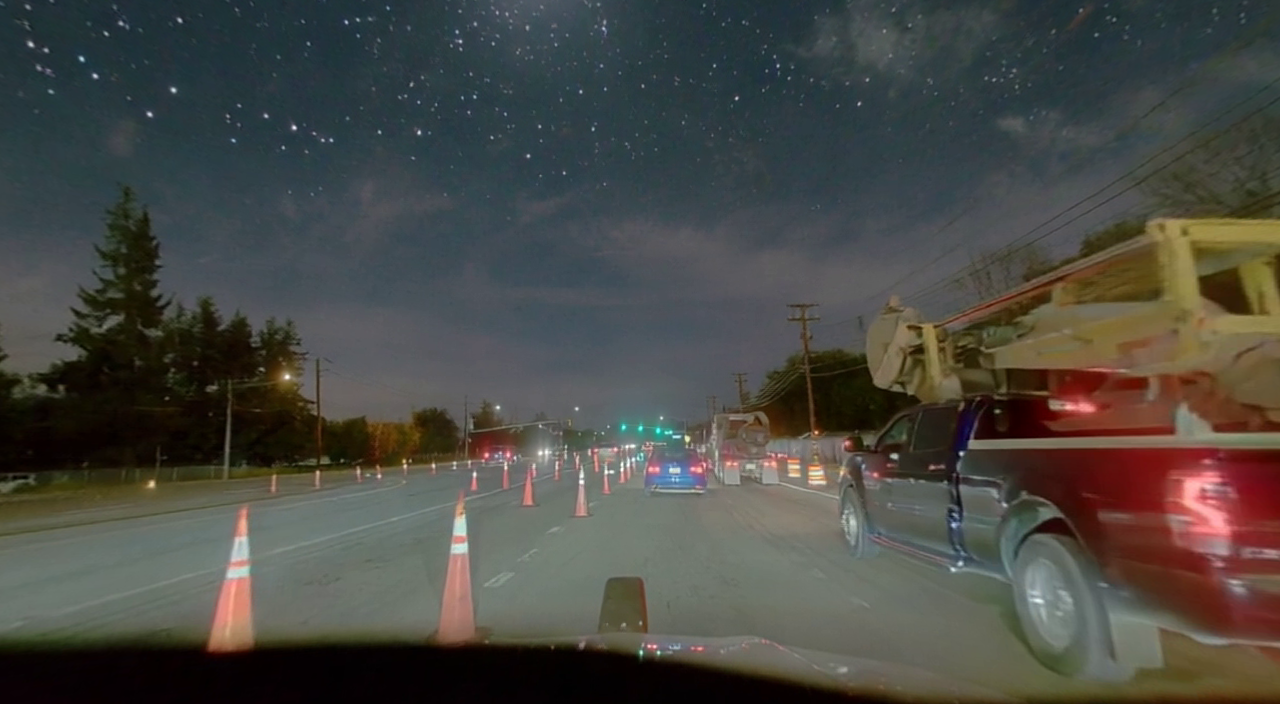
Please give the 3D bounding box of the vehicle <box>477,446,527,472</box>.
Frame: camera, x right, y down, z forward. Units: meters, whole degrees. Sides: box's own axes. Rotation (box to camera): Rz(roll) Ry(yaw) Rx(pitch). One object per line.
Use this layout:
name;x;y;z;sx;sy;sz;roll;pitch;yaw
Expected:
vehicle;-8.213;6.411;38.076;2.018;1.490;4.926;0;-8;-2

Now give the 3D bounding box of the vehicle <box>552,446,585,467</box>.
vehicle;-5.384;7.882;47.815;1.999;1.538;4.325;0;-8;-1

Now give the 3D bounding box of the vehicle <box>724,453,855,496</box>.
vehicle;4.987;4.276;22.695;2.554;1.217;7.611;1;-9;-3

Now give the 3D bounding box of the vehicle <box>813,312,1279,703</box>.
vehicle;3.824;1.263;5.992;2.555;2.017;6.201;0;-9;0

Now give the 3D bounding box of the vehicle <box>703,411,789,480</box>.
vehicle;4.778;4.399;29.746;2.953;2.907;6.339;0;-8;0

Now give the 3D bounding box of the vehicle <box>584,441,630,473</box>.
vehicle;-1.856;6.134;37.085;1.989;1.729;4.184;-1;-9;7

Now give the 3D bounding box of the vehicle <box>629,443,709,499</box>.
vehicle;0.781;3.479;18.914;2.128;1.473;4.272;0;-8;0
